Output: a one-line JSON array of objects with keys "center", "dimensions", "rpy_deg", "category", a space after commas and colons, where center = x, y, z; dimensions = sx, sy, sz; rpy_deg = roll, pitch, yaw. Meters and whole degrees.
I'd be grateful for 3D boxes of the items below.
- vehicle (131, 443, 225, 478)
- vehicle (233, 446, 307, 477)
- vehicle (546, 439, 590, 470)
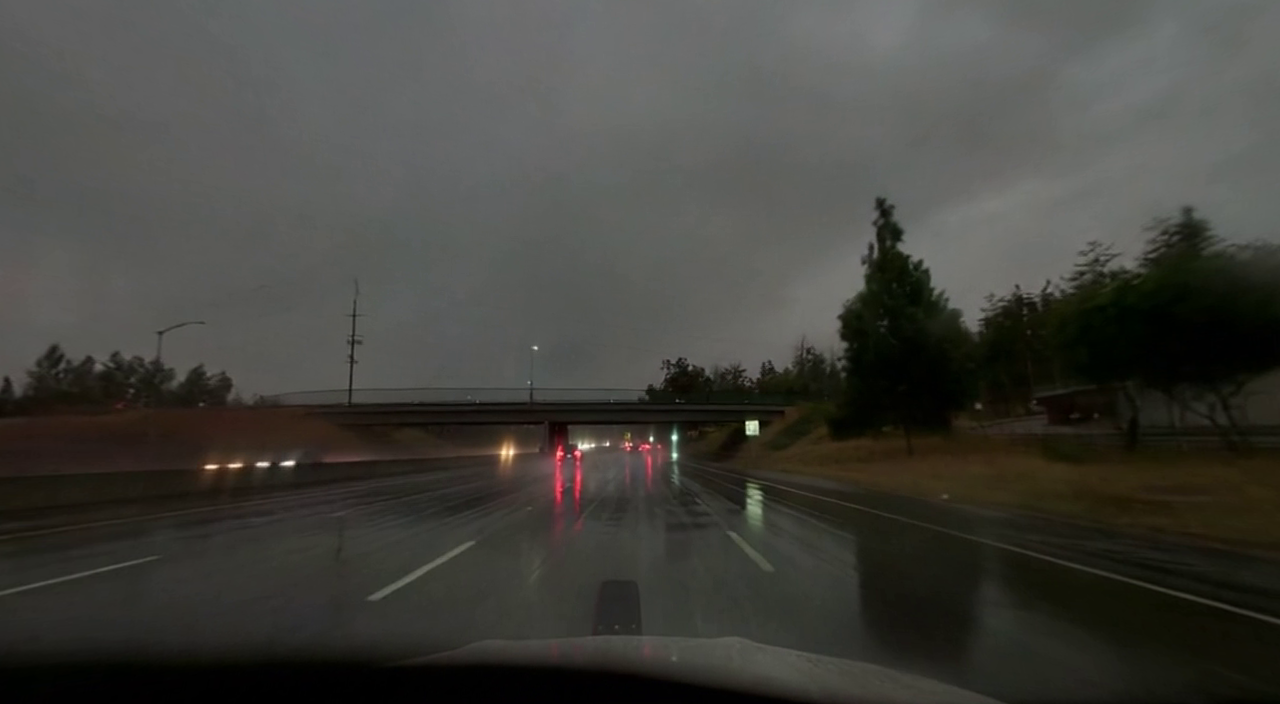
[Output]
[{"center": [-20.569, 4.842, 28.309], "dimensions": [1.593, 1.407, 3.388], "rpy_deg": [-2, -9, 1], "category": "vehicle"}, {"center": [-16.810, 4.971, 28.861], "dimensions": [1.416, 1.312, 3.200], "rpy_deg": [0, -9, 1], "category": "vehicle"}, {"center": [-4.277, 6.167, 38.238], "dimensions": [2.102, 1.727, 4.704], "rpy_deg": [0, -9, 0], "category": "vehicle"}]
